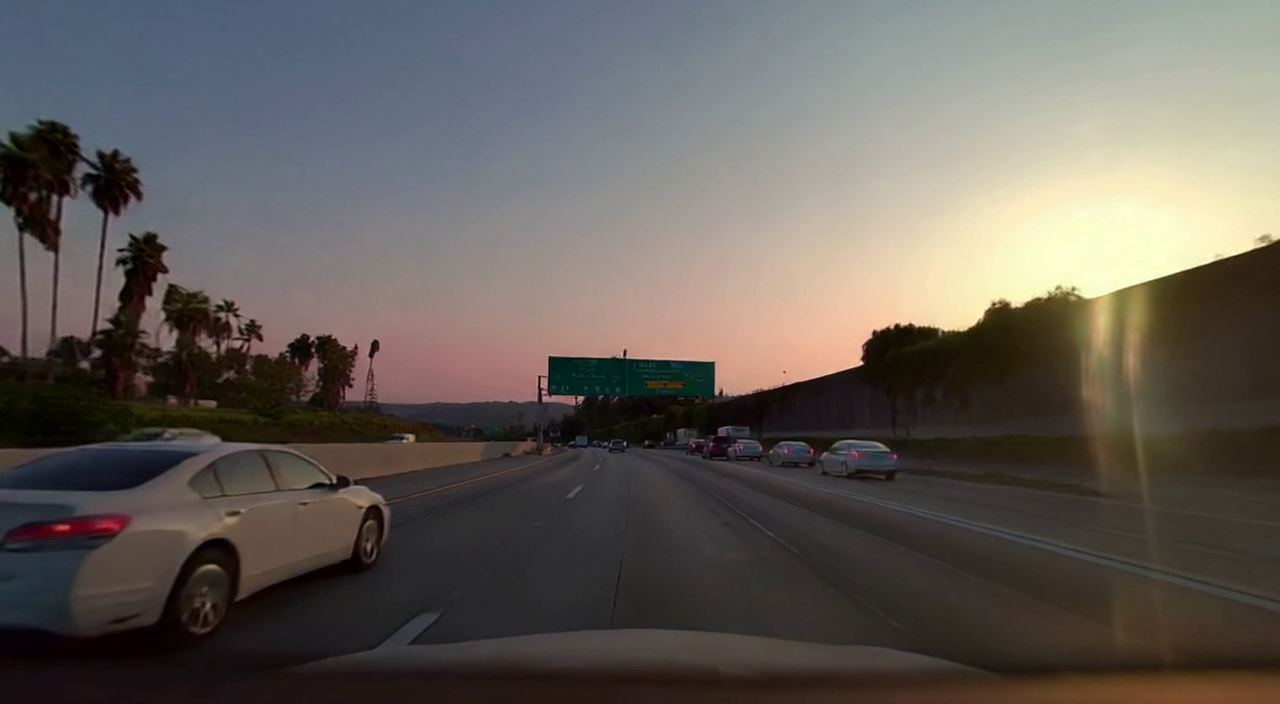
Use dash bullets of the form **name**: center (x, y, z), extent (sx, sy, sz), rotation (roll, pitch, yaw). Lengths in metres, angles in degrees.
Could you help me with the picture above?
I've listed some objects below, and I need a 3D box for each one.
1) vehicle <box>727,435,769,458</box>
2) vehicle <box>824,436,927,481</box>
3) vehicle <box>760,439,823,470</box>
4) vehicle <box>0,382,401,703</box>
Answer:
- **vehicle**: center (7.725, 6.848, 45.664), extent (1.957, 1.584, 4.272), rotation (0, -8, -5)
- **vehicle**: center (8.575, 3.912, 23.431), extent (1.922, 1.456, 4.626), rotation (0, -8, -2)
- **vehicle**: center (7.859, 5.363, 33.200), extent (1.984, 1.477, 4.385), rotation (0, -8, -3)
- **vehicle**: center (-3.590, 1.193, 4.490), extent (2.109, 1.536, 4.174), rotation (-1, -8, 1)
